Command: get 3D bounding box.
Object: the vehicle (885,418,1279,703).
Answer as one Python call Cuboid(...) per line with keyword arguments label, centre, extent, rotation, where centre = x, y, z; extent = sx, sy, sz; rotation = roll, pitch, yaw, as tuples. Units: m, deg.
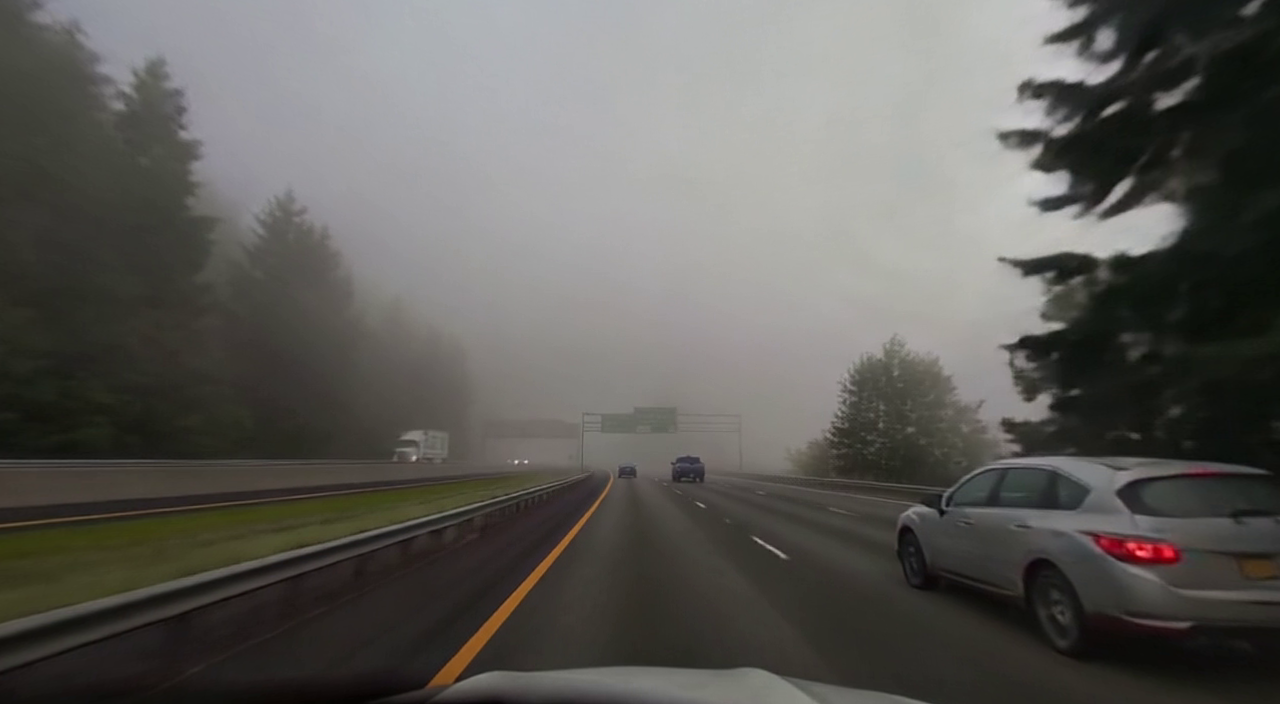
Cuboid(label="vehicle", centre=(3.955, 1.549, 5.184), extent=(2.132, 1.662, 4.180), rotation=(1, -10, -1))
